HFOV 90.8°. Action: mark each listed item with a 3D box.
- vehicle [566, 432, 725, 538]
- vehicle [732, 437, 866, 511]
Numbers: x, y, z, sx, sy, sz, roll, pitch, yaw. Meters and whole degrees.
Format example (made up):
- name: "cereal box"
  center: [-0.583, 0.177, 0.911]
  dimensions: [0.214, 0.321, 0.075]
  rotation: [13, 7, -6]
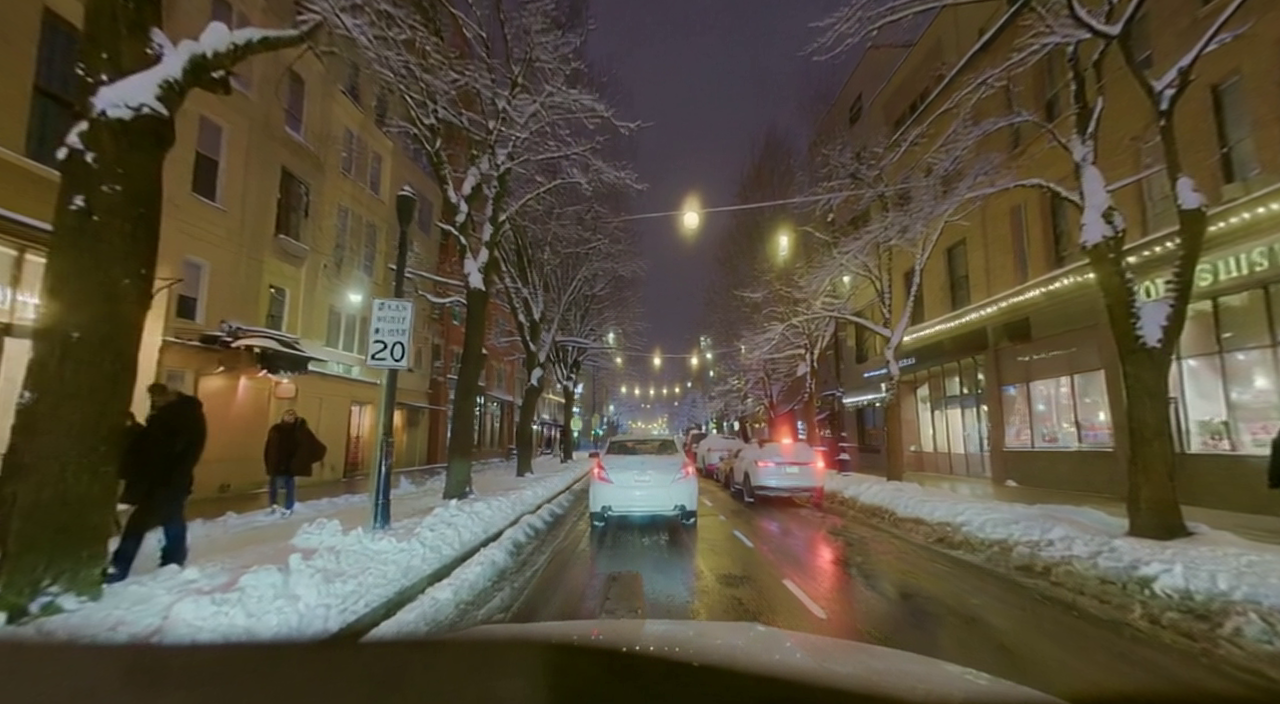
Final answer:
- name: "vehicle"
  center: [0.009, 2.210, 11.137]
  dimensions: [2.261, 1.474, 4.130]
  rotation: [0, -9, -2]
- name: "vehicle"
  center: [3.644, 2.884, 15.437]
  dimensions: [2.025, 1.523, 4.426]
  rotation: [0, -9, -1]
